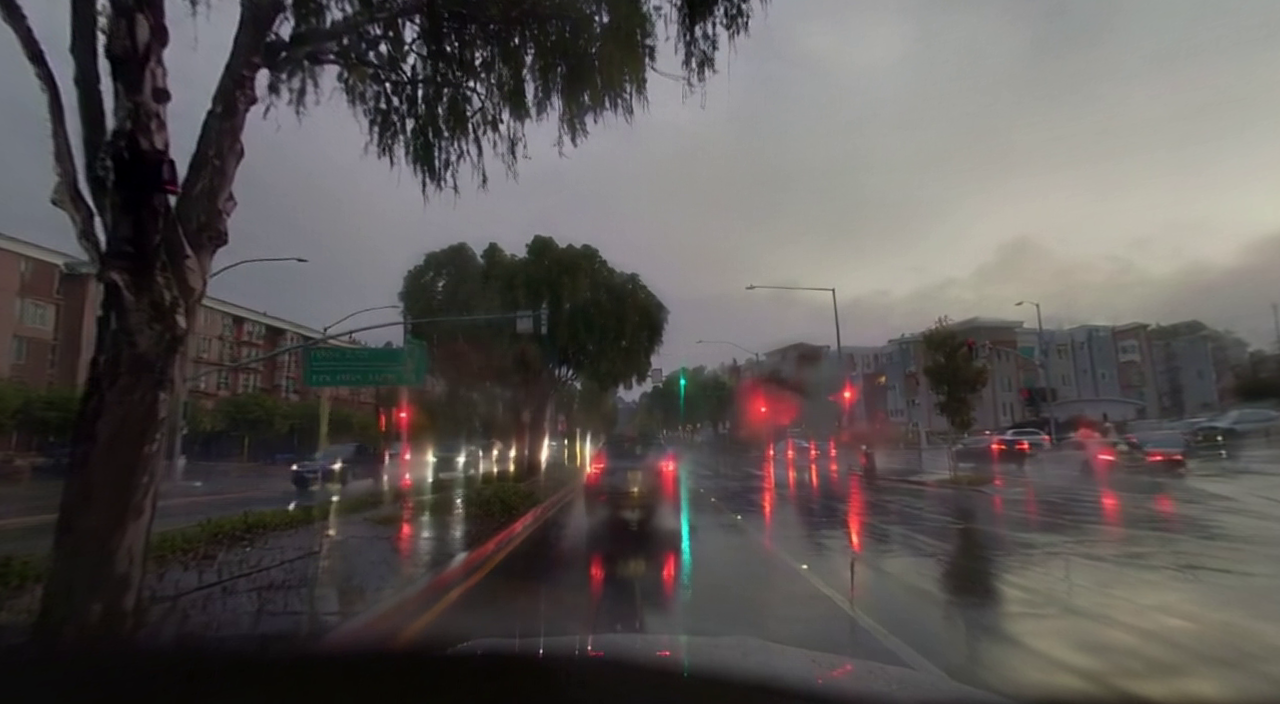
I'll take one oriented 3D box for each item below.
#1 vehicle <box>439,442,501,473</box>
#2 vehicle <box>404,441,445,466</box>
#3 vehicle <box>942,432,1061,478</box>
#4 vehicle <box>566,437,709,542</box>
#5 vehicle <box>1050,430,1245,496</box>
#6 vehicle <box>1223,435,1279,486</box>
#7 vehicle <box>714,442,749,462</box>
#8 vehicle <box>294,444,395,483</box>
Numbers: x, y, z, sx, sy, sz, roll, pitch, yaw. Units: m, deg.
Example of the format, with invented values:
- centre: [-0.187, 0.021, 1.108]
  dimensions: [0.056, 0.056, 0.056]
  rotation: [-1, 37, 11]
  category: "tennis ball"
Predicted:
- centre: [-8.767, 5.481, 32.836]
  dimensions: [1.994, 1.474, 4.411]
  rotation: [0, -9, 0]
  category: "vehicle"
- centre: [-16.043, 7.610, 47.080]
  dimensions: [1.936, 1.733, 4.087]
  rotation: [0, -9, -5]
  category: "vehicle"
- centre: [13.069, 3.741, 23.063]
  dimensions: [1.887, 1.504, 3.898]
  rotation: [0, -9, -2]
  category: "vehicle"
- centre: [-0.139, 2.246, 10.942]
  dimensions: [2.010, 1.447, 4.121]
  rotation: [0, -9, -3]
  category: "vehicle"
- centre: [13.084, 2.885, 16.623]
  dimensions: [1.859, 1.525, 3.948]
  rotation: [0, -9, 1]
  category: "vehicle"
- centre: [20.148, 3.459, 20.265]
  dimensions: [1.858, 1.478, 3.708]
  rotation: [-8, -12, 42]
  category: "vehicle"
- centre: [6.952, 7.611, 48.195]
  dimensions: [1.932, 1.439, 4.159]
  rotation: [0, -9, -2]
  category: "vehicle"
- centre: [-12.295, 4.643, 26.568]
  dimensions: [2.125, 1.495, 4.308]
  rotation: [0, -9, 1]
  category: "vehicle"
